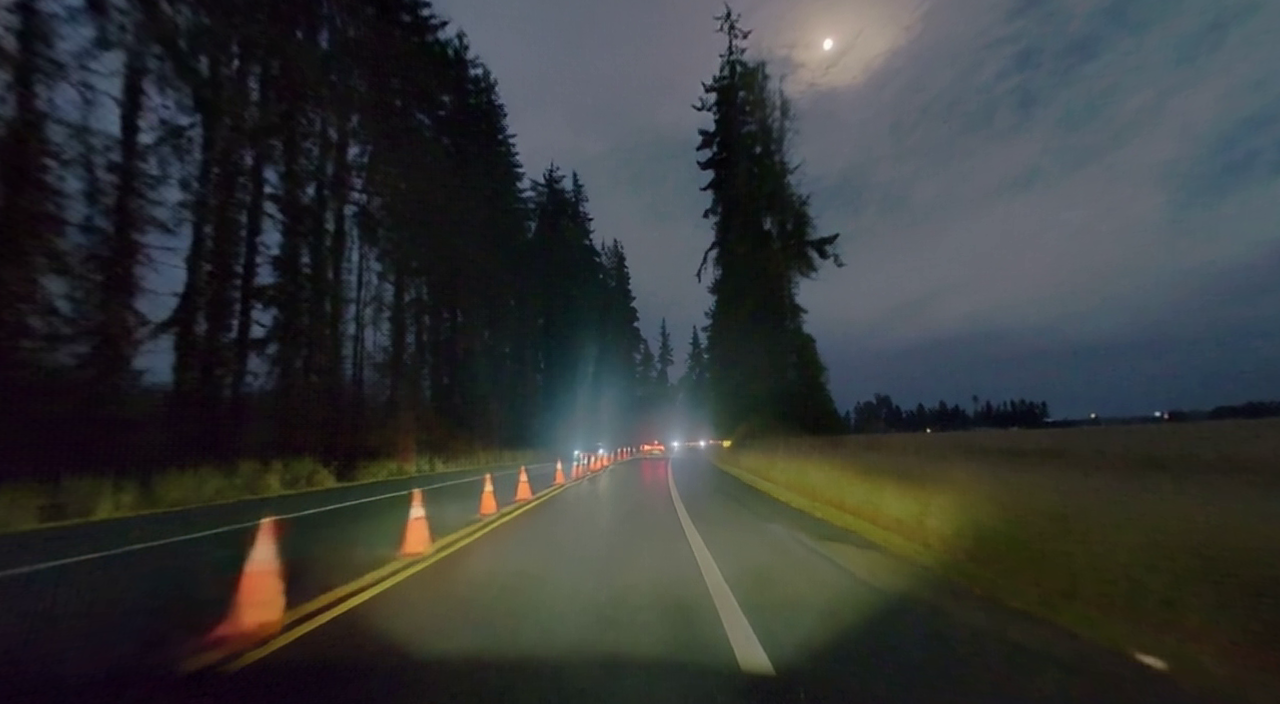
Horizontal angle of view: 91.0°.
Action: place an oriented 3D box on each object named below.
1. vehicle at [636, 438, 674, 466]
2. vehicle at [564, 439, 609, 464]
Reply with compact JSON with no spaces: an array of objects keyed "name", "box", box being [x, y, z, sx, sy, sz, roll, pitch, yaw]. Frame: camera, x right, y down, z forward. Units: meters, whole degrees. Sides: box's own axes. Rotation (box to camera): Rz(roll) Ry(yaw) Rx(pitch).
[{"name":"vehicle","box":[0.928,5.723,36.084,2.042,1.489,3.963,0,-9,3]},{"name":"vehicle","box":[-3.177,6.051,38.378,2.046,1.451,4.342,-1,-9,5]}]
